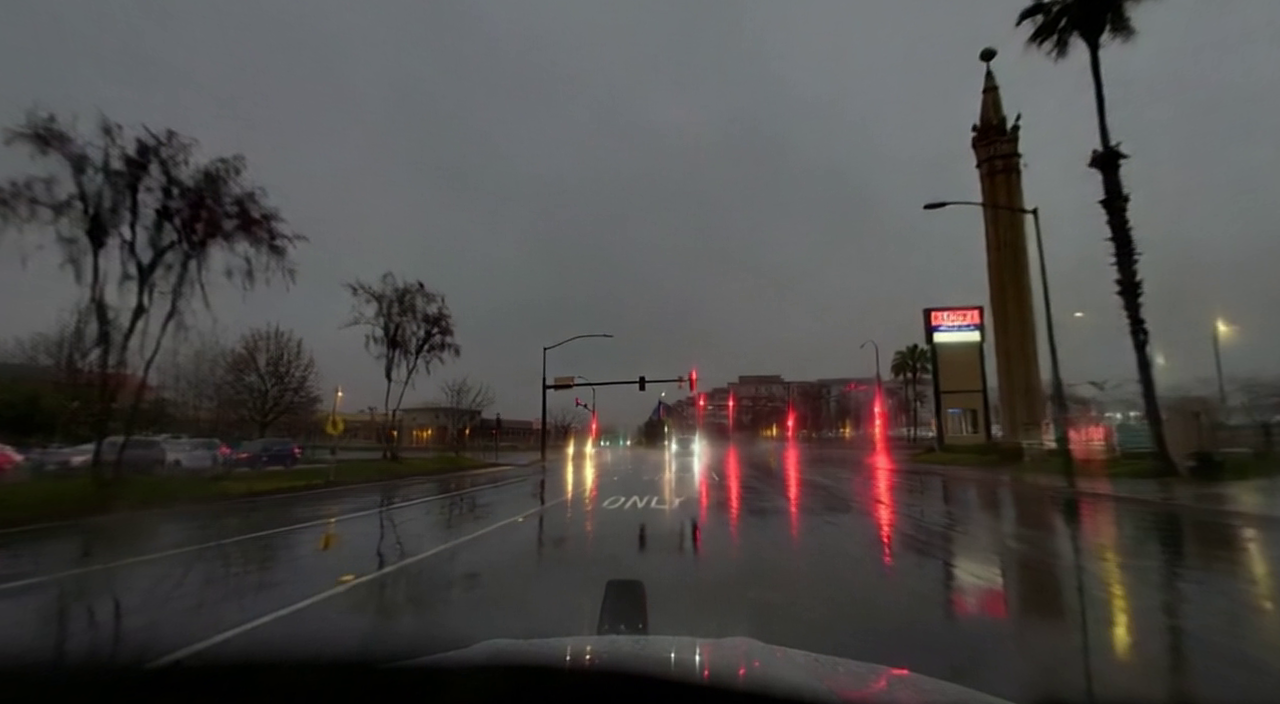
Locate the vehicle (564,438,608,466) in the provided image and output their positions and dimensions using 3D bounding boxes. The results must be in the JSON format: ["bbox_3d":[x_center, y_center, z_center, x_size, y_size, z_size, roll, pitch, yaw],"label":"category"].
[{"bbox_3d":[-4.002,7.568,47.629,2.366,1.941,5.823,-1,-9,4],"label":"vehicle"}]
